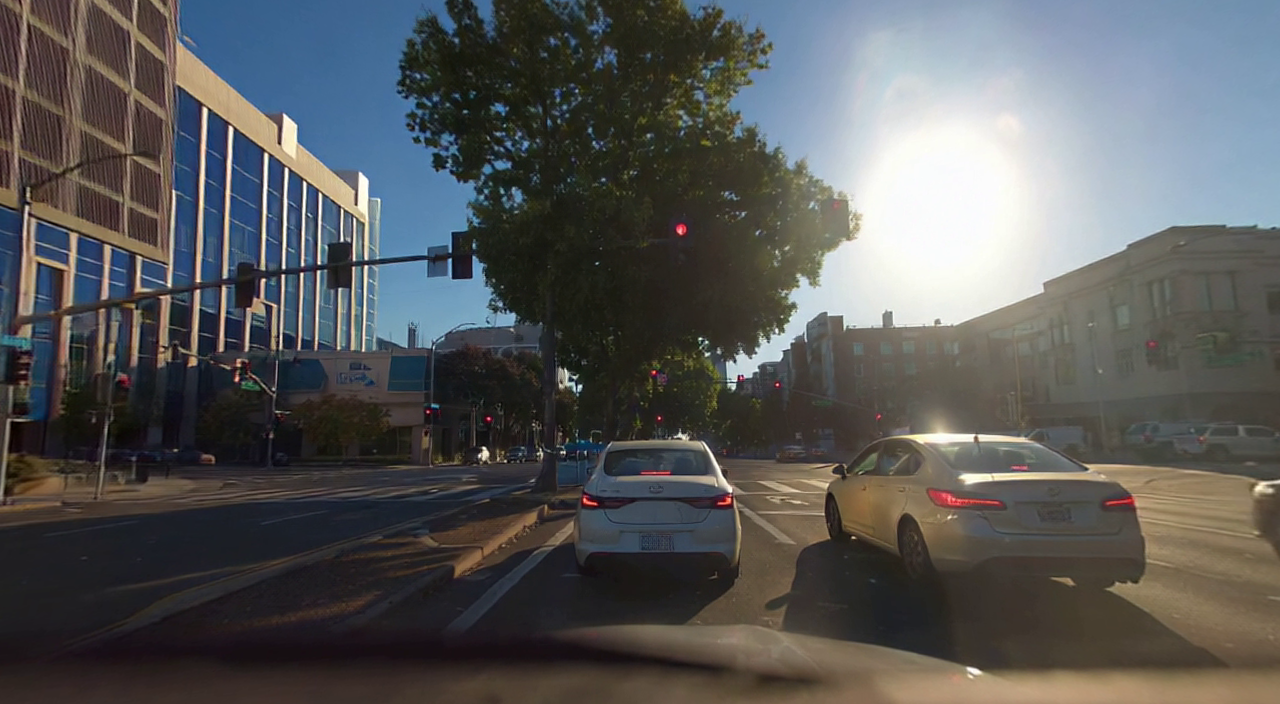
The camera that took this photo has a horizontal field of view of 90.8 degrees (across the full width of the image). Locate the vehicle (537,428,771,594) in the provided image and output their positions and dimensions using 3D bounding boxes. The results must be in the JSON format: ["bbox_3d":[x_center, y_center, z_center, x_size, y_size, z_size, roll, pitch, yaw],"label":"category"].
[{"bbox_3d":[0.094,1.733,7.730,2.087,1.468,4.014,0,-9,-1],"label":"vehicle"}]

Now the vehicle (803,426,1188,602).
[{"bbox_3d":[3.644,1.738,7.741,2.018,1.491,4.544,0,-9,-1],"label":"vehicle"}]

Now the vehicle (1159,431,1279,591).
[{"bbox_3d":[7.202,1.399,5.198,2.085,1.518,4.455,0,-9,1],"label":"vehicle"}]

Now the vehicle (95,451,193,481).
[{"bbox_3d":[-26.663,6.127,34.039,3.657,1.528,1.783,1,-9,-3],"label":"vehicle"}]
